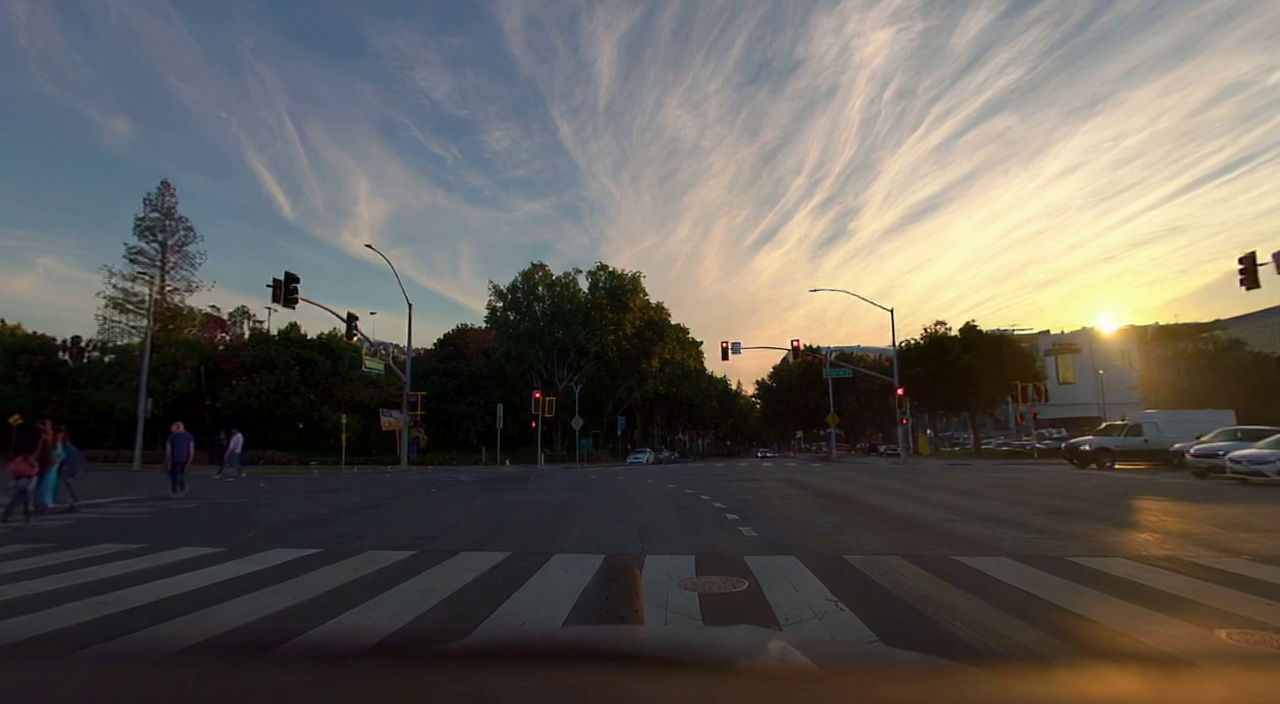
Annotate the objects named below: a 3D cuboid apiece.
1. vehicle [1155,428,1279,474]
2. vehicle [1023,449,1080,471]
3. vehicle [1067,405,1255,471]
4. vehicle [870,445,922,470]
[{"bbox_3d":[20.995,3.398,21.725,4.740,1.464,1.876,-1,-9,3],"label":"vehicle"},{"bbox_3d":[27.711,7.242,42.689,1.589,1.405,3.633,-1,-9,4],"label":"vehicle"},{"bbox_3d":[22.941,3.850,28.094,5.855,2.746,2.523,-1,-9,3],"label":"vehicle"},{"bbox_3d":[17.517,7.233,43.486,1.789,1.557,4.293,0,-9,0],"label":"vehicle"}]
